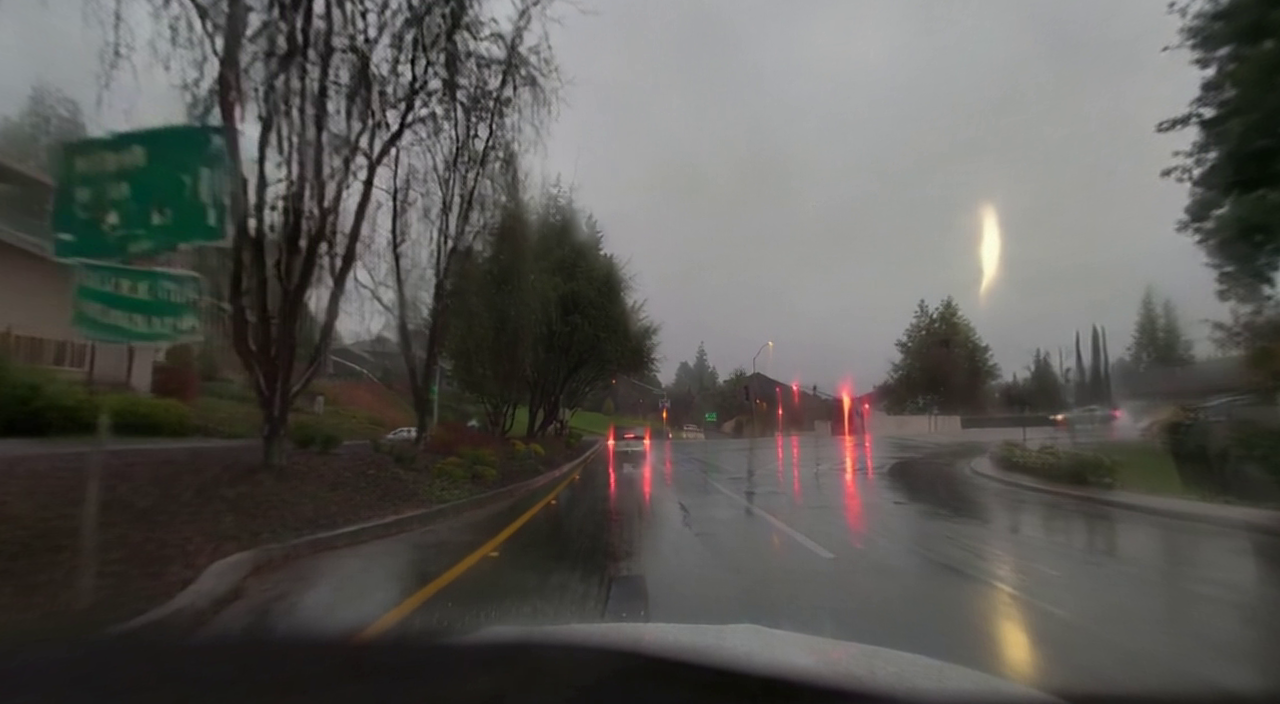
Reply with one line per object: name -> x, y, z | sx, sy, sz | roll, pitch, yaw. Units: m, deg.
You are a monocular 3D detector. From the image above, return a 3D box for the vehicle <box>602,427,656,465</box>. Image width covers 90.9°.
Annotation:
vehicle -> -0.453, 3.918, 26.394 | 2.056, 1.473, 4.380 | 0, -8, -1
